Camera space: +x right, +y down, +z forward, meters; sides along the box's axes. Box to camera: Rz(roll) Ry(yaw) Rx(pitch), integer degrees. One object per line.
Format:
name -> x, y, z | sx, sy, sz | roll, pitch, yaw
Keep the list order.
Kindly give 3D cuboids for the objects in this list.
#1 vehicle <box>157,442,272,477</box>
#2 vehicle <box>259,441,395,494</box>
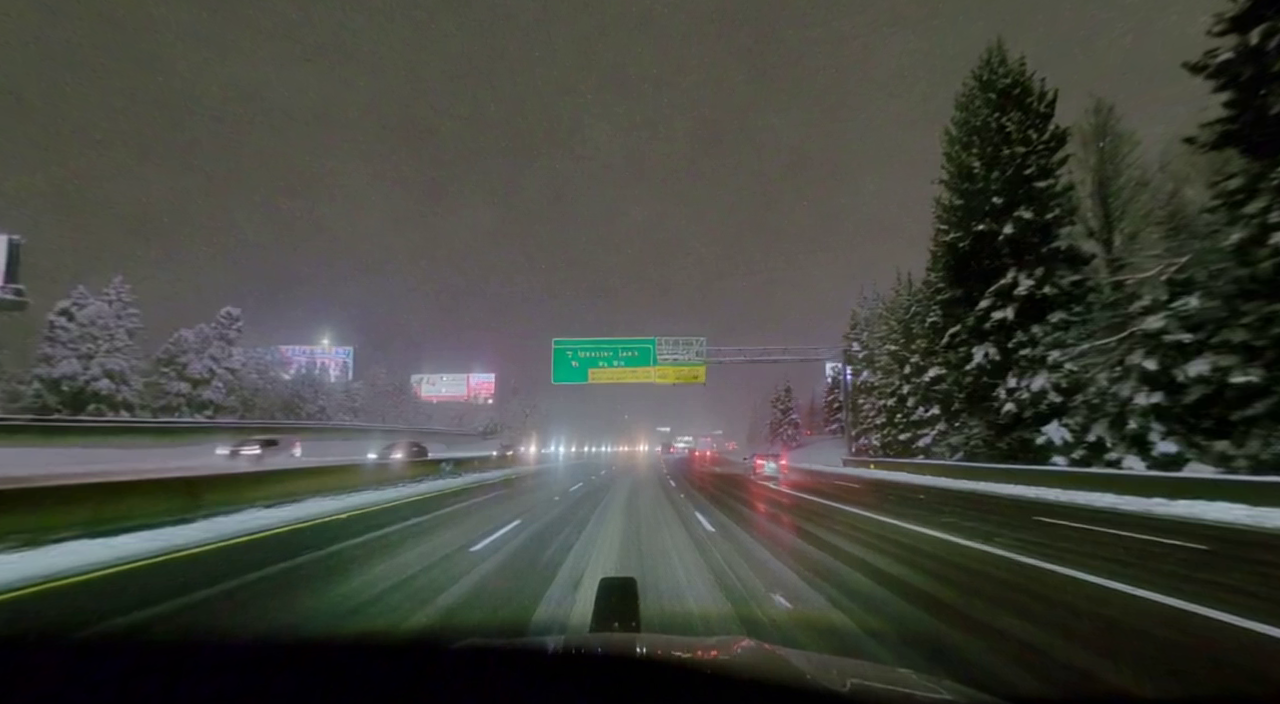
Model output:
vehicle -> -19.342, 4.888, 29.026 | 1.944, 1.464, 4.772 | 0, -8, 0
vehicle -> -9.574, 3.550, 19.820 | 1.972, 1.469, 4.466 | 0, -8, 0
